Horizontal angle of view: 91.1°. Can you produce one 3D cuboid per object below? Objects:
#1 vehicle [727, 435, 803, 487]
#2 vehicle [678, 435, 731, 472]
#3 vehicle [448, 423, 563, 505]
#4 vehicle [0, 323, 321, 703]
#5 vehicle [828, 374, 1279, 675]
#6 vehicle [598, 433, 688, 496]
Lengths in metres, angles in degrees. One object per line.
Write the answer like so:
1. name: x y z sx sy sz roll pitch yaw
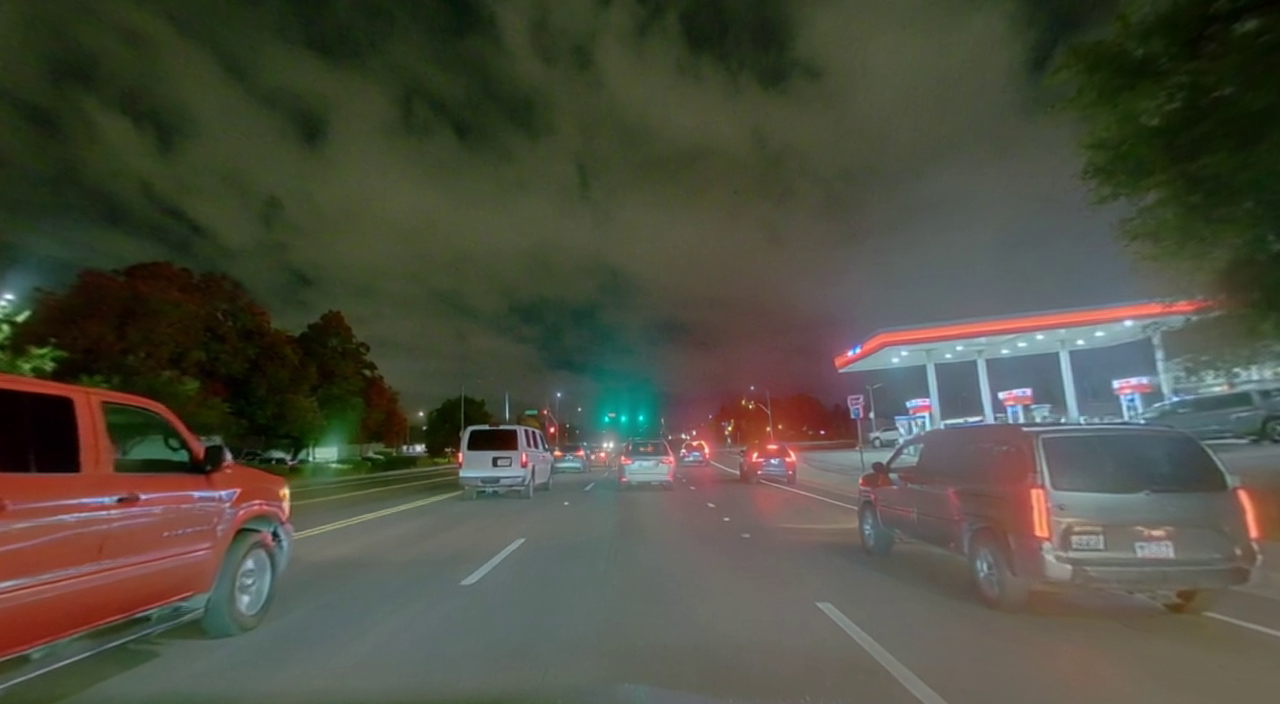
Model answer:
1. vehicle: 4.505 3.998 23.371 2.119 1.696 4.623 0 -8 3
2. vehicle: 3.279 5.302 32.978 2.193 1.795 5.130 0 -8 0
3. vehicle: -3.508 3.032 17.477 2.025 1.936 4.995 0 -8 1
4. vehicle: -3.494 0.728 2.143 2.002 1.747 5.173 0 -8 1
5. vehicle: 3.671 1.379 6.229 2.055 1.786 4.817 0 -8 -1
6. vehicle: 0.067 3.478 19.928 2.426 1.703 5.602 0 -8 0
